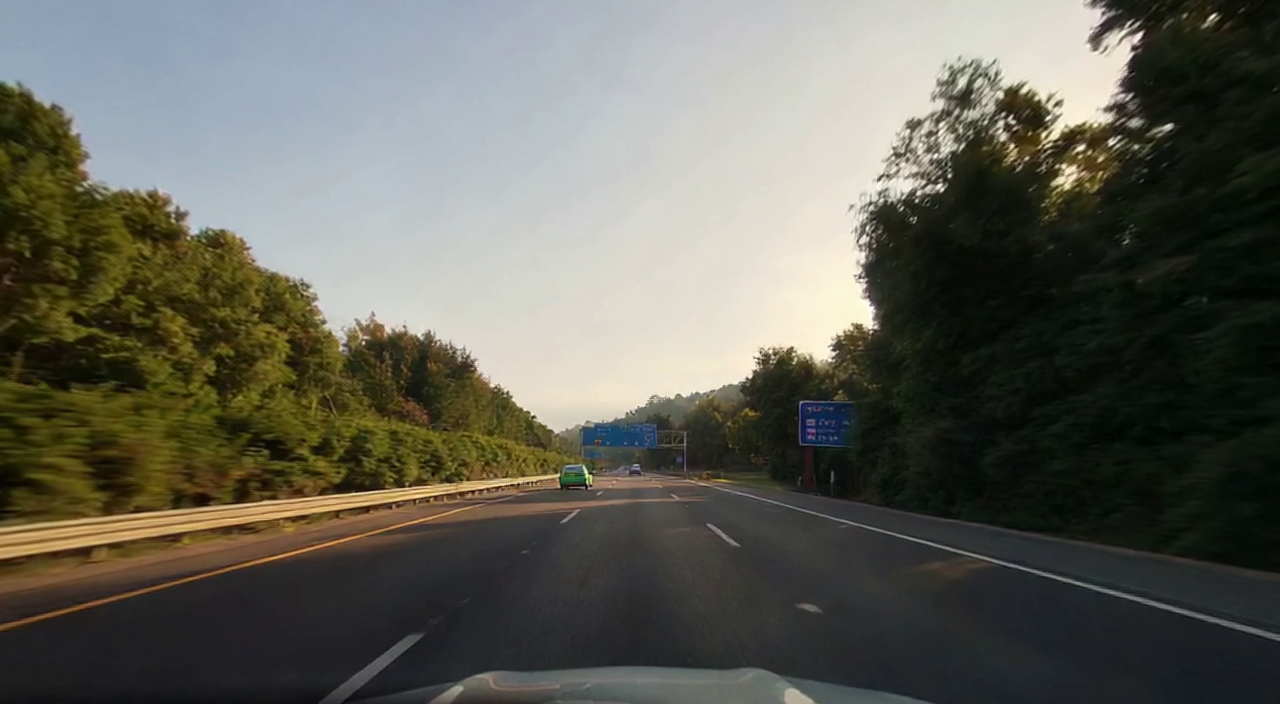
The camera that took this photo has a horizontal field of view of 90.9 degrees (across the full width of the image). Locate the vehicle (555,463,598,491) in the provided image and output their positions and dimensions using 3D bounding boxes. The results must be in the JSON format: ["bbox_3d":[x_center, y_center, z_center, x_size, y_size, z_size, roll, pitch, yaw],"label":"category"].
[{"bbox_3d":[-3.781,7.617,38.483,2.143,1.516,4.552,1,-11,0],"label":"vehicle"}]
